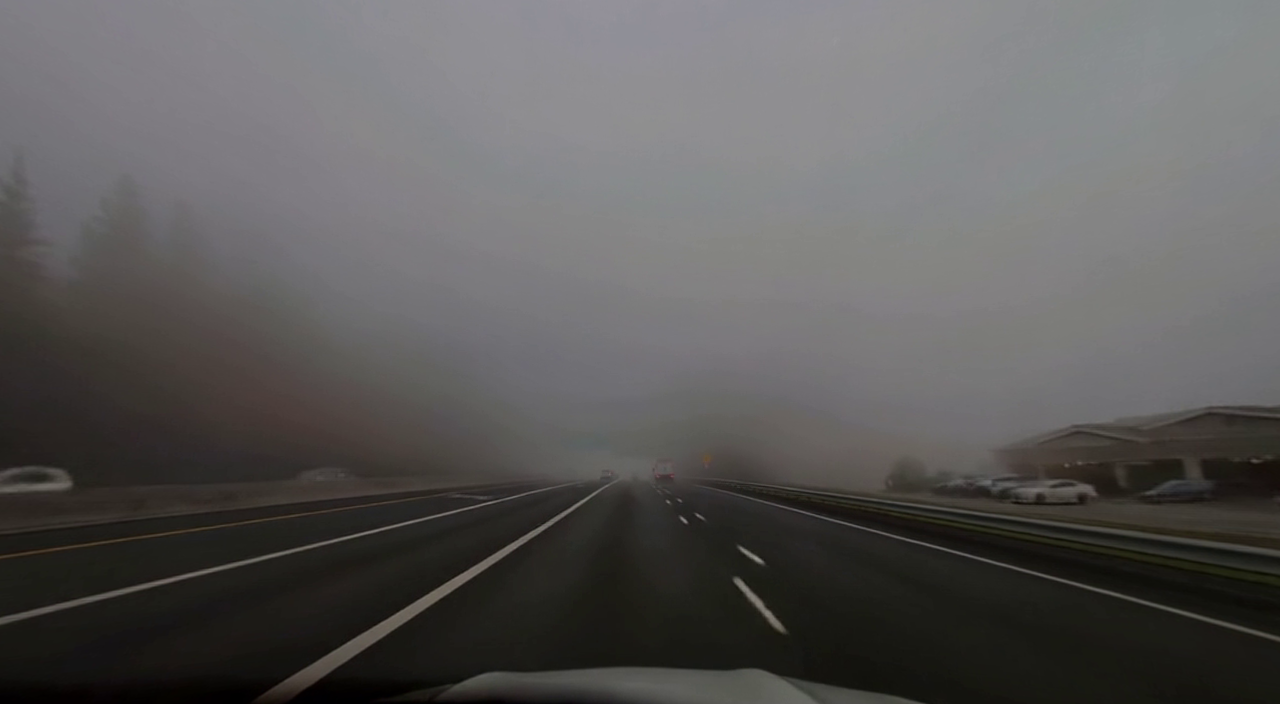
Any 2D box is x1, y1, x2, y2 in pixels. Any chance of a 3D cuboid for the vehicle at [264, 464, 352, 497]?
[{"bbox_3d":[-16.107,6.252,30.846,1.866,1.444,4.404,0,-11,0],"label":"vehicle"}]
